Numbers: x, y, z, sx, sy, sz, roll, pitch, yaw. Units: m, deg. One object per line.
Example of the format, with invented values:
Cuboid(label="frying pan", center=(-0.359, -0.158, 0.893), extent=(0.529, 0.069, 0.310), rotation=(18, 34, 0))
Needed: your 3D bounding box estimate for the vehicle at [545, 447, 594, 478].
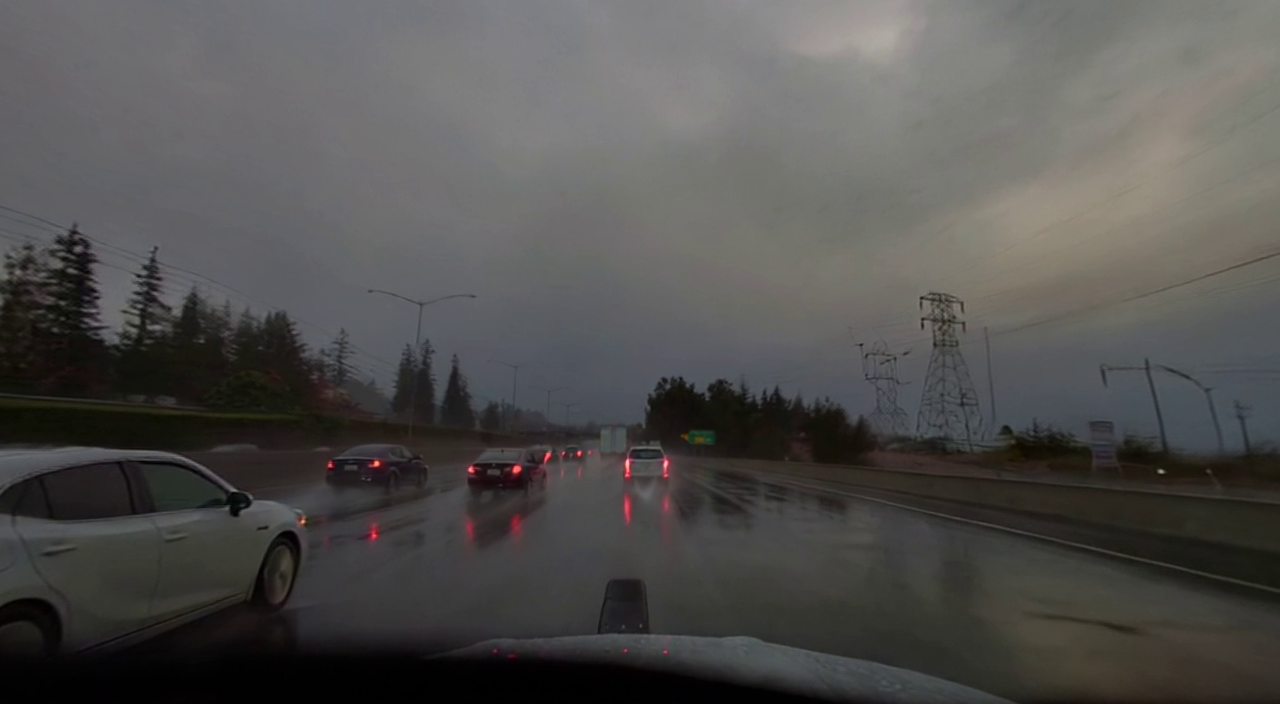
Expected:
Cuboid(label="vehicle", center=(-3.455, 5.474, 31.528), extent=(2.013, 1.437, 3.801), rotation=(0, -9, 0))

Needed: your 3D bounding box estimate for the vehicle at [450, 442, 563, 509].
Cuboid(label="vehicle", center=(-3.212, 3.048, 16.035), extent=(1.912, 1.464, 4.115), rotation=(0, -9, 1))

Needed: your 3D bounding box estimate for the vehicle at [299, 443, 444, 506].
Cuboid(label="vehicle", center=(-7.043, 3.234, 17.153), extent=(1.867, 1.445, 4.499), rotation=(0, -9, 2))

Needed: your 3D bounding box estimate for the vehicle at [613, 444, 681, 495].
Cuboid(label="vehicle", center=(0.189, 3.818, 20.848), extent=(2.018, 1.470, 4.491), rotation=(0, -9, 0))

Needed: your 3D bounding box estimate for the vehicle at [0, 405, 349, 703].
Cuboid(label="vehicle", center=(-3.635, 1.116, 3.520), extent=(1.883, 1.500, 4.373), rotation=(0, -9, 1))
